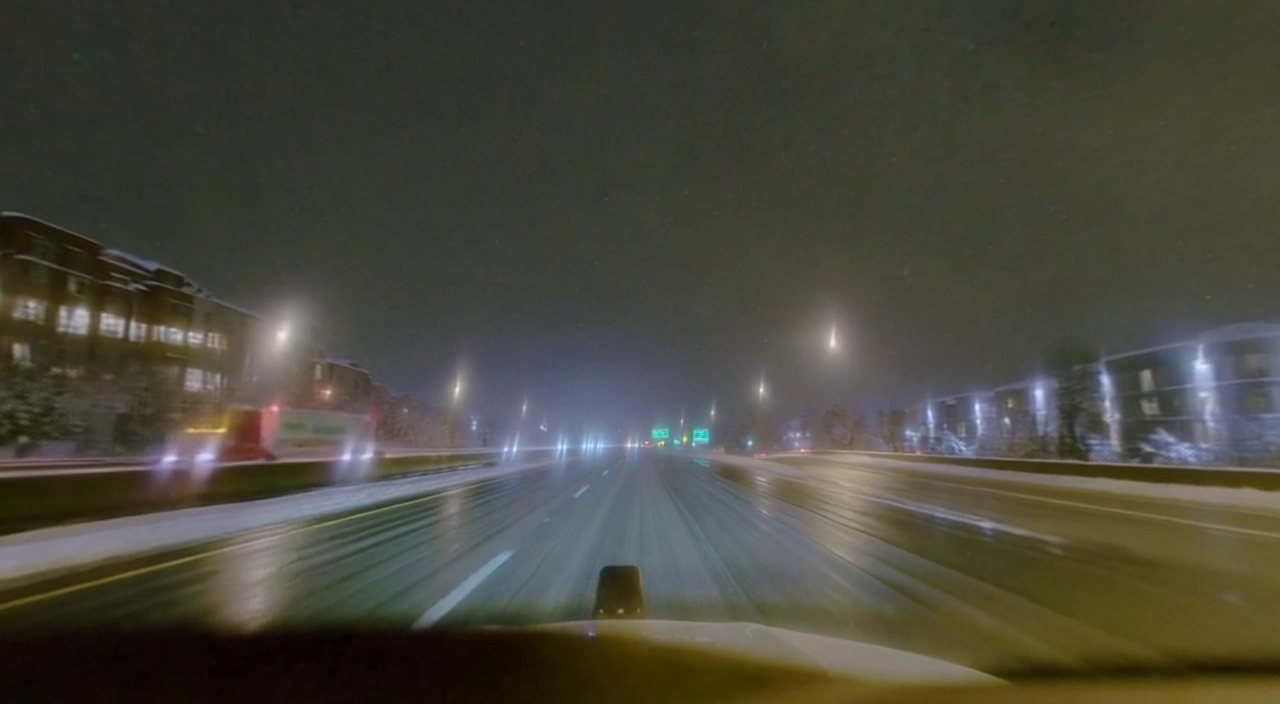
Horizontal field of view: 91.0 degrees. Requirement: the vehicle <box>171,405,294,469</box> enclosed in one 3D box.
[{"bbox_3d":[-30.969,6.617,48.521,2.979,4.421,9.285,0,-9,1],"label":"vehicle"}]
